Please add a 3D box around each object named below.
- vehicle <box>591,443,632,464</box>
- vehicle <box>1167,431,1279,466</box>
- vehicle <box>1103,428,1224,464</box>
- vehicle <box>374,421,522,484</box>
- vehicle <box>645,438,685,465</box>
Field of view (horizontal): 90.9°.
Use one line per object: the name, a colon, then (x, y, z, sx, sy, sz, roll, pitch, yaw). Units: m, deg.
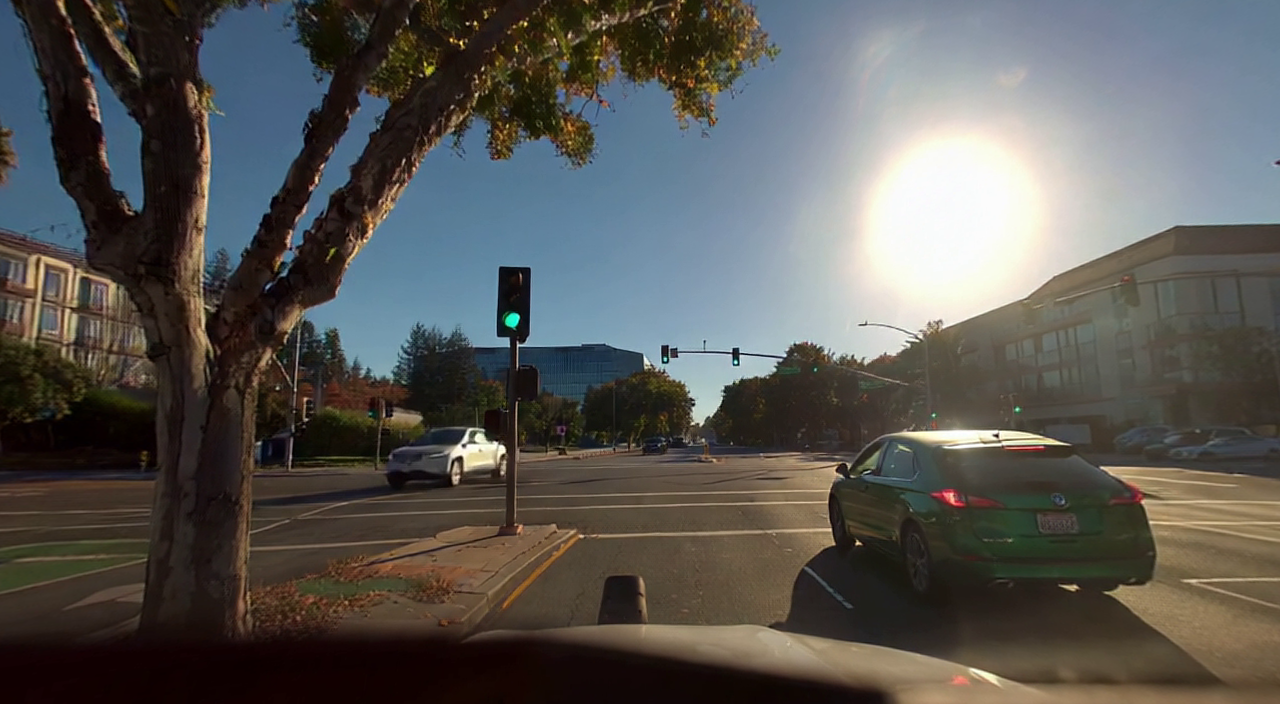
vehicle: (-2.012, 7.320, 45.676, 2.076, 1.476, 3.873, -2, -8, 12)
vehicle: (26.288, 4.249, 27.882, 4.644, 1.470, 1.922, 1, -8, -10)
vehicle: (25.940, 4.665, 31.344, 4.441, 1.674, 2.035, 1, -8, -8)
vehicle: (-7.834, 4.291, 27.387, 2.775, 2.246, 9.043, -1, -8, 6)
vehicle: (1.753, 6.773, 43.248, 2.197, 1.739, 4.177, -2, -8, 10)
